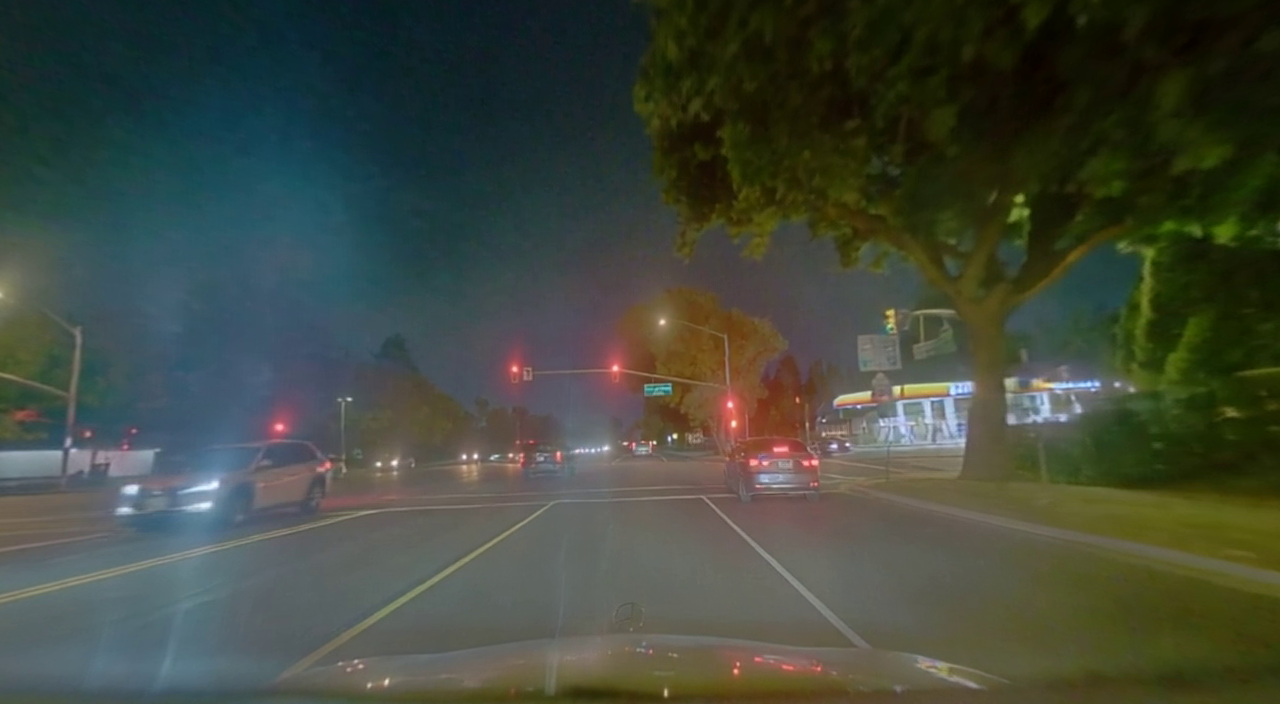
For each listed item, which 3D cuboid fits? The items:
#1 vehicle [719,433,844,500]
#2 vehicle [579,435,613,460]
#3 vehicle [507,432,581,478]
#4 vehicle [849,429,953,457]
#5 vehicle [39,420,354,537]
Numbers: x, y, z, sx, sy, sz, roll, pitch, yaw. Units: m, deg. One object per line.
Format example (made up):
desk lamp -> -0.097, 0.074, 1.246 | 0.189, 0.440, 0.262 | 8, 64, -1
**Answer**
vehicle -> 3.437, 2.894, 16.381 | 2.095, 1.475, 4.686 | 0, -8, -1
vehicle -> -3.298, 7.259, 48.154 | 2.126, 1.810, 4.414 | 0, -8, 2
vehicle -> -3.799, 4.191, 25.875 | 2.250, 1.713, 4.422 | 0, -8, 1
vehicle -> 14.422, 5.047, 34.992 | 4.776, 1.486, 2.138 | 1, -9, -5
vehicle -> -7.882, 2.296, 12.176 | 2.224, 1.747, 5.274 | 0, -8, 0
